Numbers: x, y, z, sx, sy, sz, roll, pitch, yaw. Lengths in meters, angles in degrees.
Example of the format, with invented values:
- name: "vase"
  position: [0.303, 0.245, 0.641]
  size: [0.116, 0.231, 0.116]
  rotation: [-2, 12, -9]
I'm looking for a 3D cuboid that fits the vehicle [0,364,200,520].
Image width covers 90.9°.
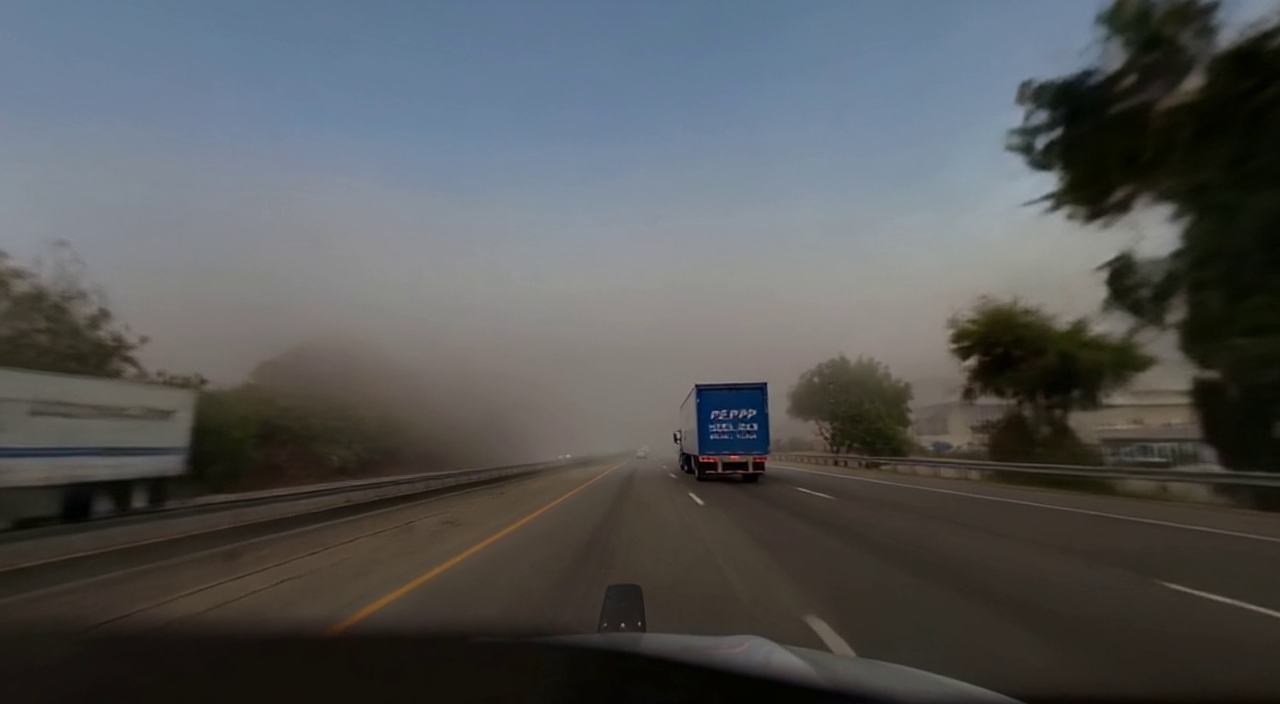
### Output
- name: "vehicle"
  position: [-16.172, 2.018, 14.136]
  size: [2.940, 3.545, 13.036]
  rotation: [0, -9, 1]

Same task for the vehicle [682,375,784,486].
- name: "vehicle"
  position: [4.011, 3.978, 30.734]
  size: [3.341, 4.269, 12.252]
  rotation: [0, -9, 1]
